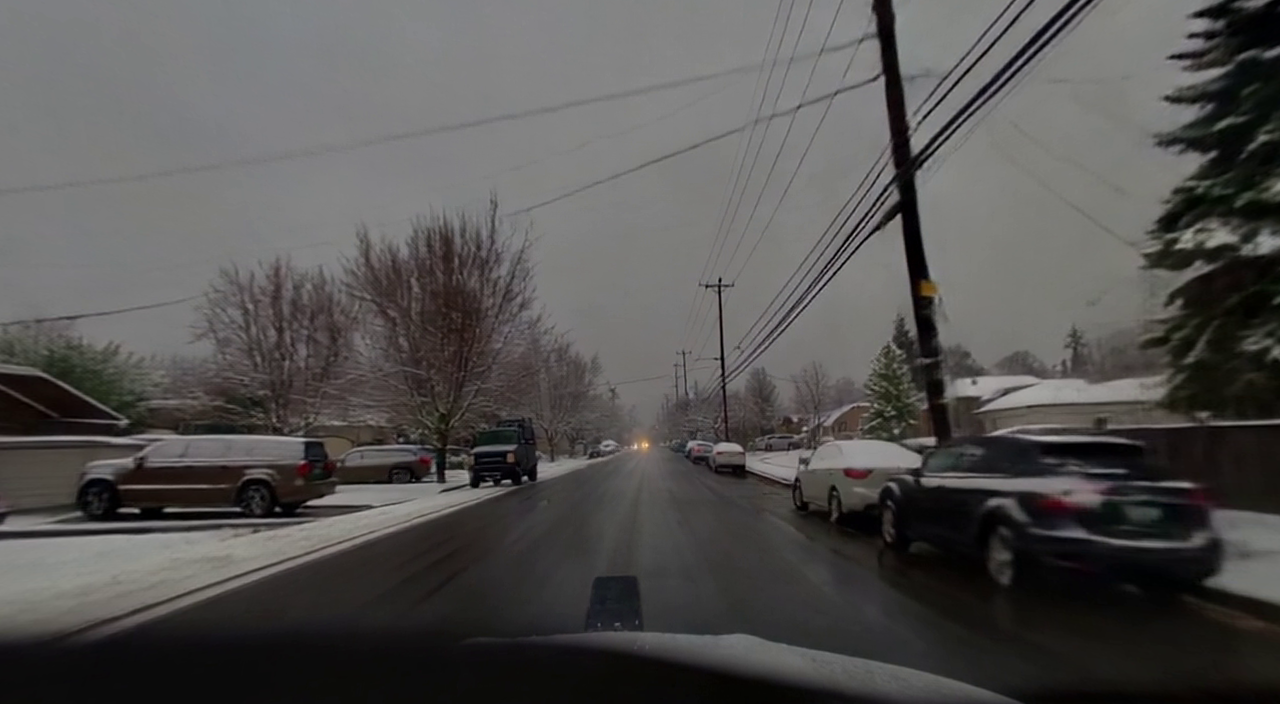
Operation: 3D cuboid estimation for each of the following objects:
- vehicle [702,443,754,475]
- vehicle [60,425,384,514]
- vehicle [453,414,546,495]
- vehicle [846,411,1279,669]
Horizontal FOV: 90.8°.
[{"bbox_3d":[4.520,5.587,33.180,2.016,1.544,4.645,0,-8,0],"label":"vehicle"},{"bbox_3d":[-10.464,2.977,16.311,6.540,2.079,2.565,0,-8,1],"label":"vehicle"},{"bbox_3d":[-5.742,4.271,26.699,2.313,2.875,6.057,-4,-8,2],"label":"vehicle"},{"bbox_3d":[3.761,1.487,6.289,1.970,1.530,4.899,0,-8,3],"label":"vehicle"}]
